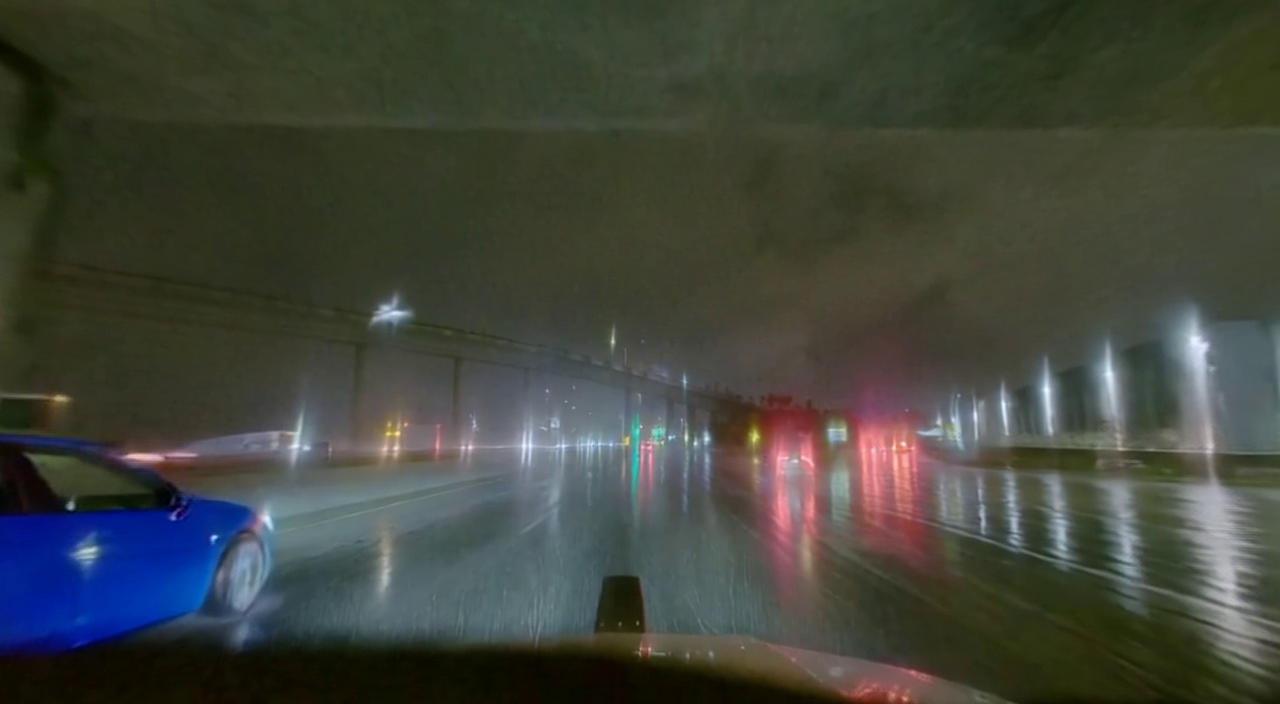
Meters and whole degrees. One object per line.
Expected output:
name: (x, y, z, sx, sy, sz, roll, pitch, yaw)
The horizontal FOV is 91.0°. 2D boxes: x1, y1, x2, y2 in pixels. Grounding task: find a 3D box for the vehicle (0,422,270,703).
vehicle: (-3.952, 1.041, 2.756, 2.044, 1.478, 4.114, 0, -9, 2)
